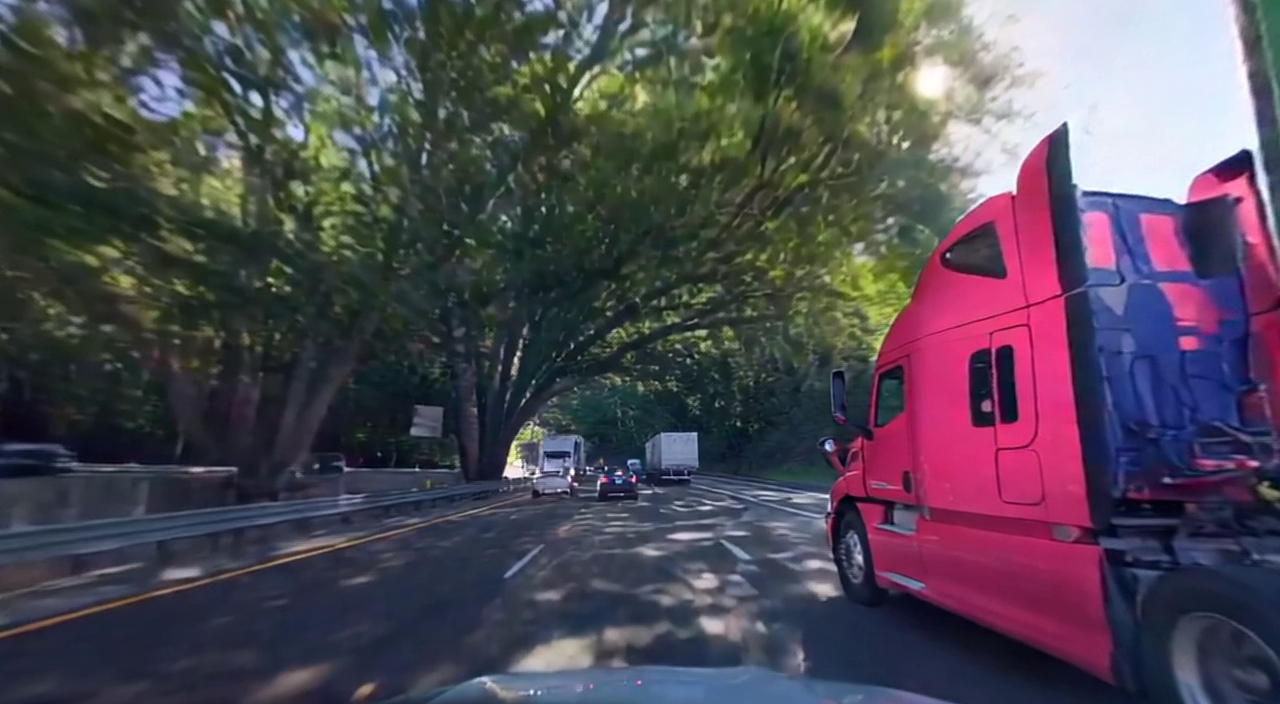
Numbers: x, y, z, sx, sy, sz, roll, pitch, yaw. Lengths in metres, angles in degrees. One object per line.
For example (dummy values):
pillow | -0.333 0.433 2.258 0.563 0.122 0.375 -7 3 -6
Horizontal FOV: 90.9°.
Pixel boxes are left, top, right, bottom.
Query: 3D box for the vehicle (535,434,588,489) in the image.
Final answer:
vehicle | -5.616 8.200 46.780 2.941 3.604 9.047 1 -10 -2

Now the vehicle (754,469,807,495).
vehicle | 8.949 8.299 40.519 1.970 1.517 4.765 2 -11 -5

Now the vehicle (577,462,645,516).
vehicle | -0.904 4.575 21.442 2.010 1.580 4.949 1 -10 -1

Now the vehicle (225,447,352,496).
vehicle | -12.485 4.315 22.792 2.009 1.548 4.603 1 -11 -1

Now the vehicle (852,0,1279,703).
vehicle | 3.972 -0.454 0.249 2.856 4.040 14.009 1 -11 0
